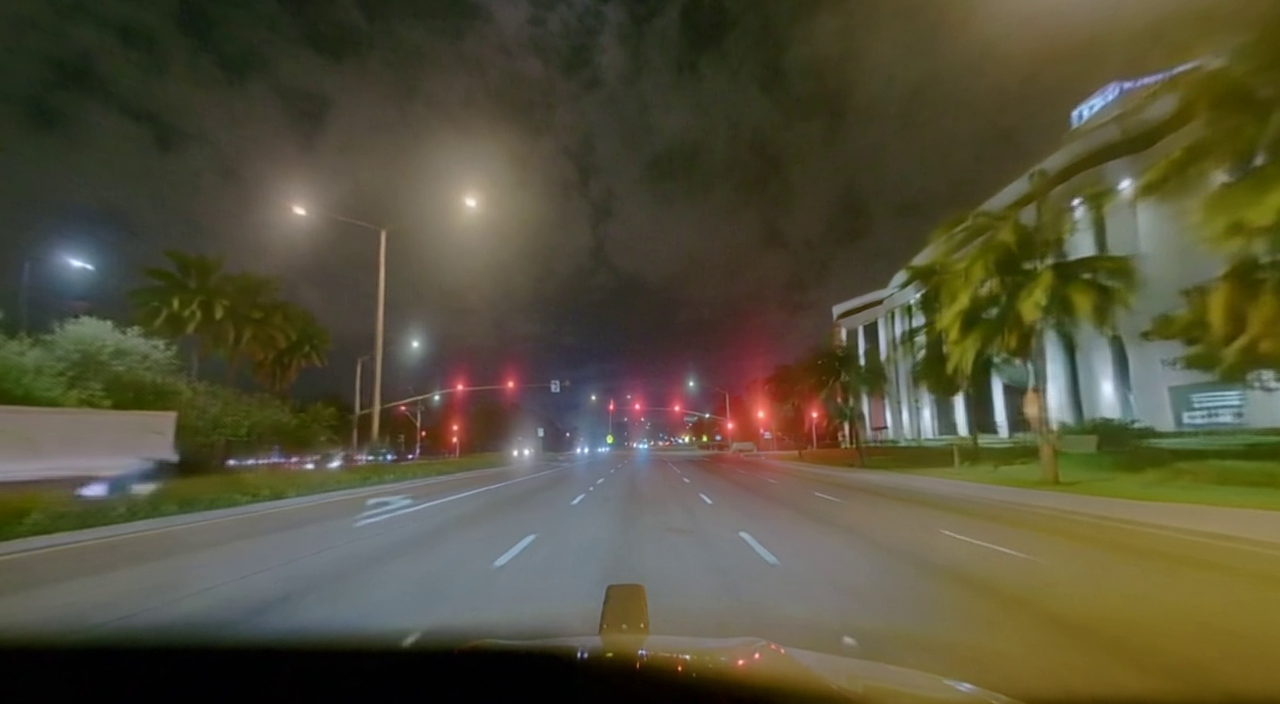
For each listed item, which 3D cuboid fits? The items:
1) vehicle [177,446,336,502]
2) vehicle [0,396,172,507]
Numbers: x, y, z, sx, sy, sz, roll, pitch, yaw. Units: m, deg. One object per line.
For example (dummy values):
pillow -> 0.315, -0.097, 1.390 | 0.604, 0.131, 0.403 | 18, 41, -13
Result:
vehicle -> -11.694, 3.714, 19.707 | 1.968, 1.486, 4.707 | 0, -8, 1
vehicle -> -21.538, 3.254, 20.638 | 3.013, 3.417, 12.442 | 0, -8, -1
